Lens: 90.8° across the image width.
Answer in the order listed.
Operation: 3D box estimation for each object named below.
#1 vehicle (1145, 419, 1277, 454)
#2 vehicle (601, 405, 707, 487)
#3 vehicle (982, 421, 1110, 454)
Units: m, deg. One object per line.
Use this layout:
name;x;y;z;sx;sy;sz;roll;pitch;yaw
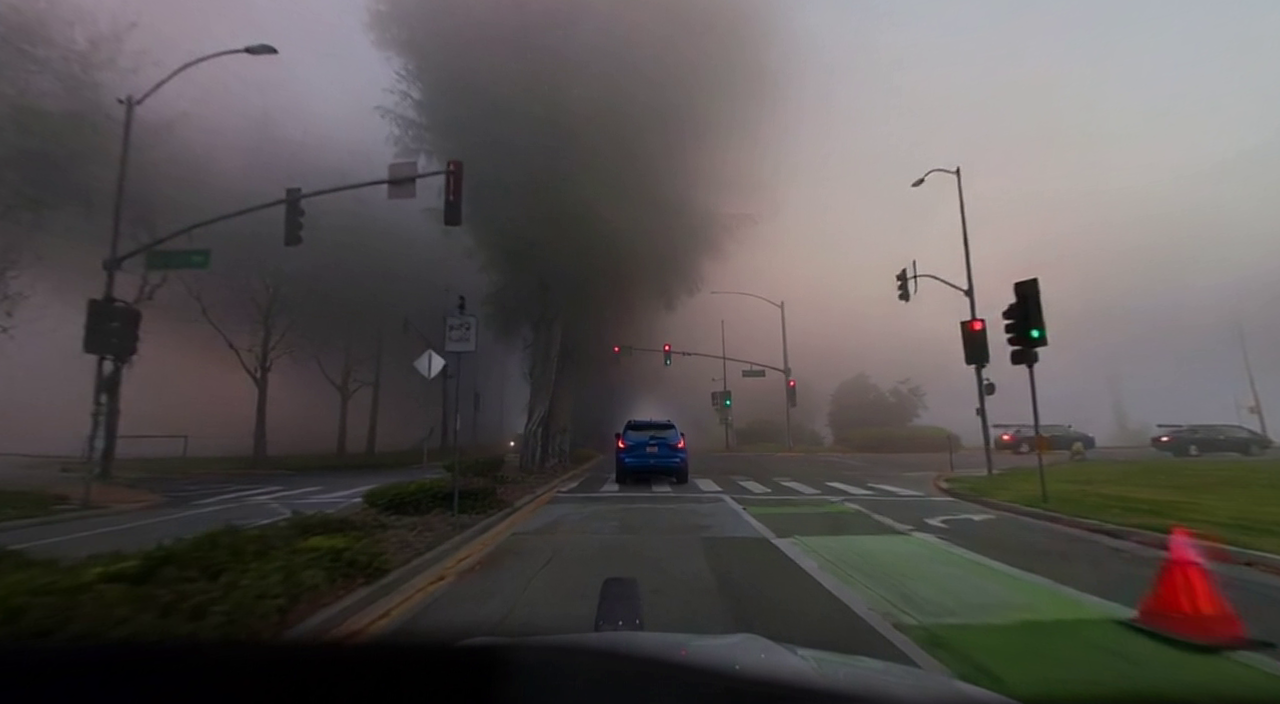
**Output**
vehicle;26.293;3.936;29.170;4.343;1.518;1.845;1;-9;-3
vehicle;0.314;2.421;16.338;2.339;1.790;4.629;0;-8;0
vehicle;18.488;3.934;28.939;4.492;1.422;1.961;1;-9;-1
